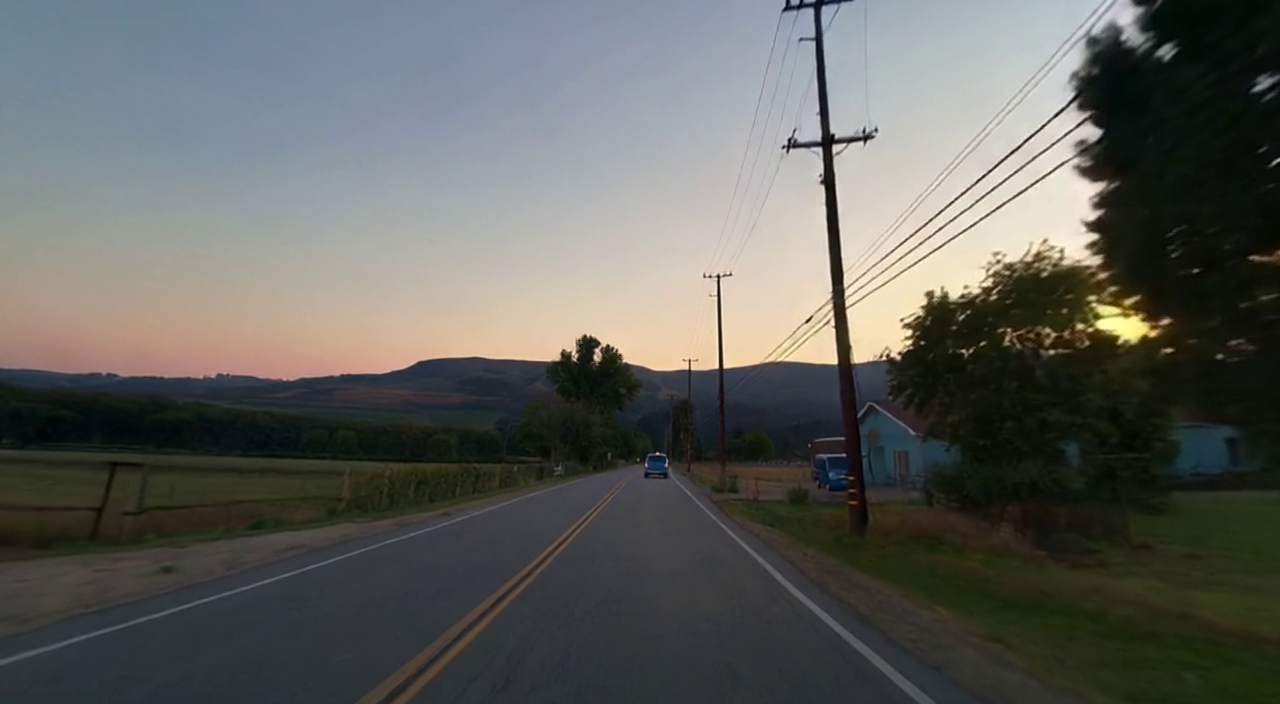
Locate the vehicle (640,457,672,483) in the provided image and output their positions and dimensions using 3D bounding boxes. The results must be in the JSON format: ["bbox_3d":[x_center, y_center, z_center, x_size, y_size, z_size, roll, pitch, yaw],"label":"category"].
[{"bbox_3d":[1.189,9.005,48.165,2.319,1.843,4.513,1,-10,1],"label":"vehicle"}]

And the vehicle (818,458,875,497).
[{"bbox_3d":[11.250,6.855,34.593,2.077,1.919,4.690,-3,-10,8],"label":"vehicle"}]
